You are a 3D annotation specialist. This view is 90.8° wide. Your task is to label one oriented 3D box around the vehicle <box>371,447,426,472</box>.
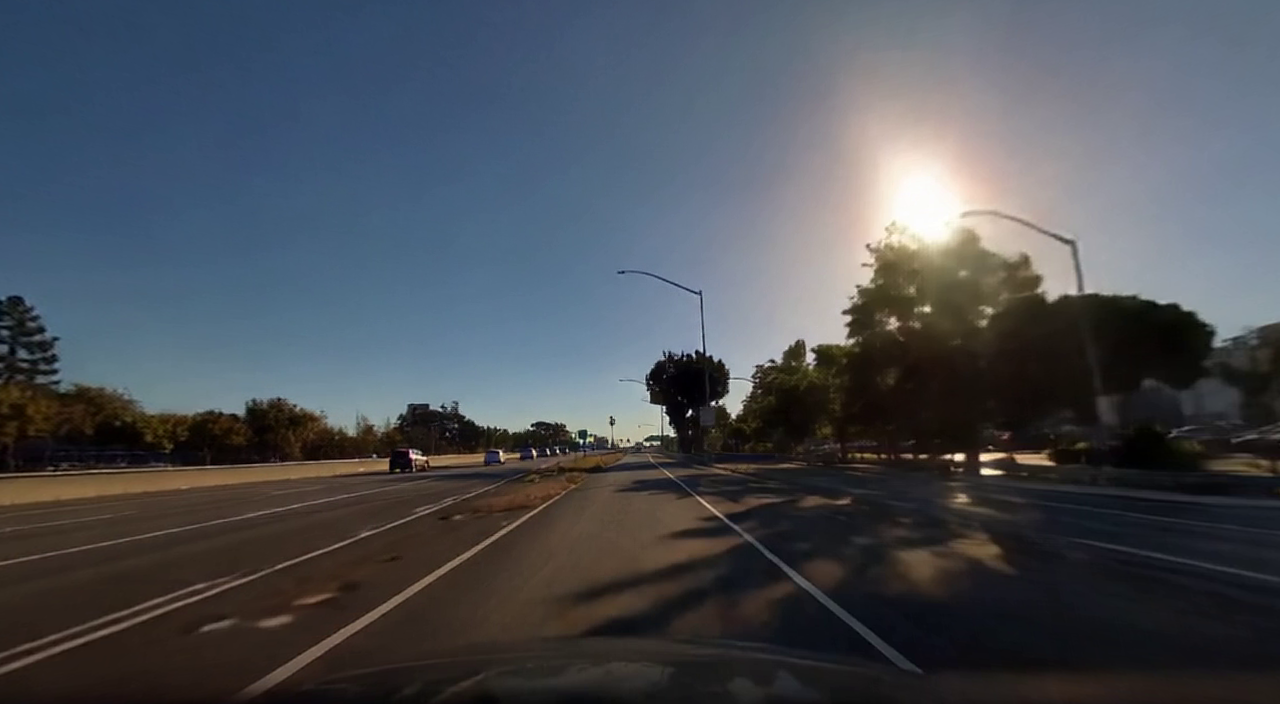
[{"bbox_3d":[-16.862,7.500,44.396,2.126,1.671,5.173,0,-9,-4],"label":"vehicle"}]
